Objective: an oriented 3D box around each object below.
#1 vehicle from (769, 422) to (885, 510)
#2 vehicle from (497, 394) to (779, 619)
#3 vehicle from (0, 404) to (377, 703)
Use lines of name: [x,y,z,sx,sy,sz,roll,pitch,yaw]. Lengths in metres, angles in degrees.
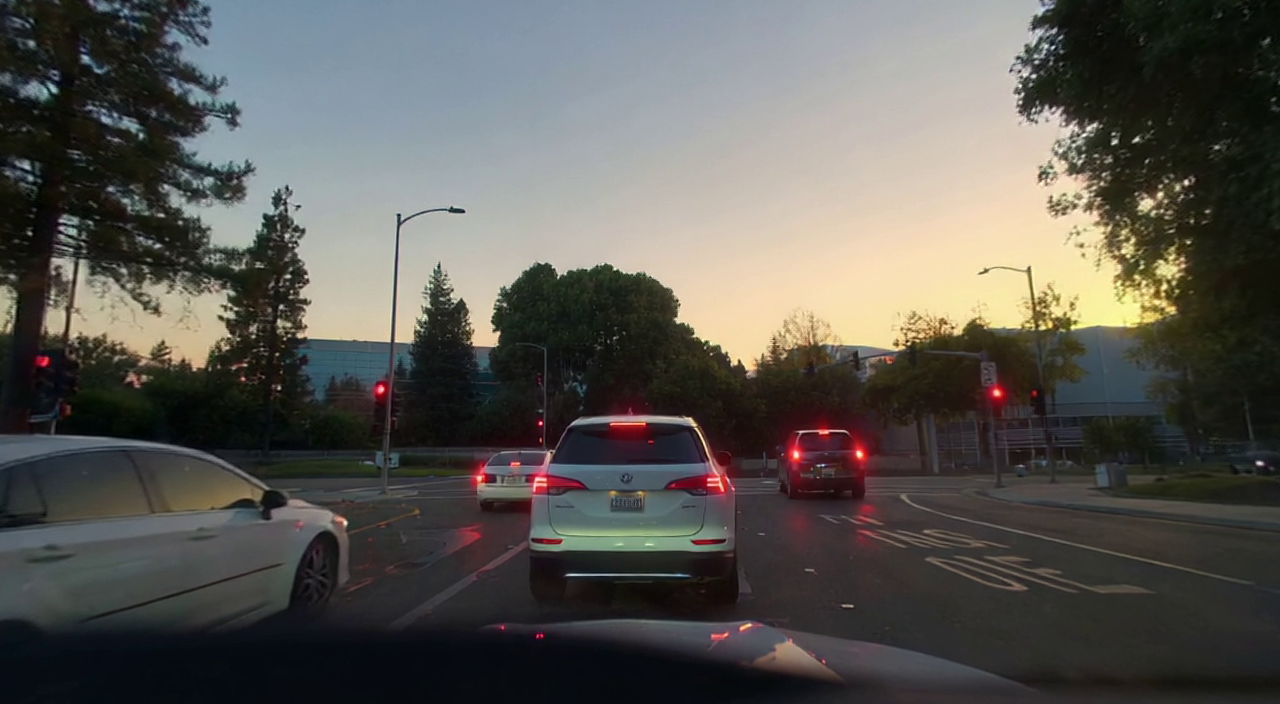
vehicle: [4.813,2.992,16.936,2.084,2.053,4.073,-1,-8,4]
vehicle: [-0.037,1.529,7.183,2.203,1.757,4.286,0,-8,-1]
vehicle: [-3.352,1.071,3.326,1.913,1.453,4.413,0,-8,2]
